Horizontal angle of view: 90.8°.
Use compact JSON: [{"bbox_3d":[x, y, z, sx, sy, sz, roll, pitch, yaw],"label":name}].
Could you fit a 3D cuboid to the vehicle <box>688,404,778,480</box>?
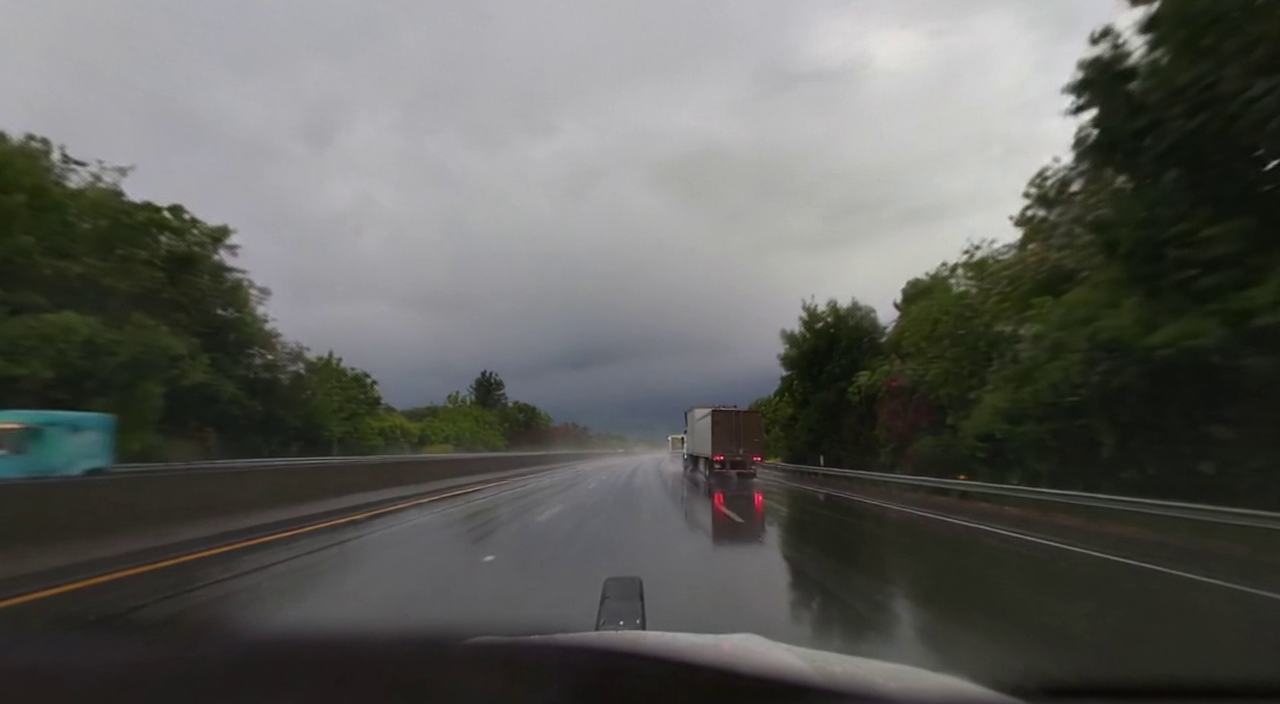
[{"bbox_3d":[4.698,5.145,35.401,2.868,3.427,14.032,0,-9,0],"label":"vehicle"}]
